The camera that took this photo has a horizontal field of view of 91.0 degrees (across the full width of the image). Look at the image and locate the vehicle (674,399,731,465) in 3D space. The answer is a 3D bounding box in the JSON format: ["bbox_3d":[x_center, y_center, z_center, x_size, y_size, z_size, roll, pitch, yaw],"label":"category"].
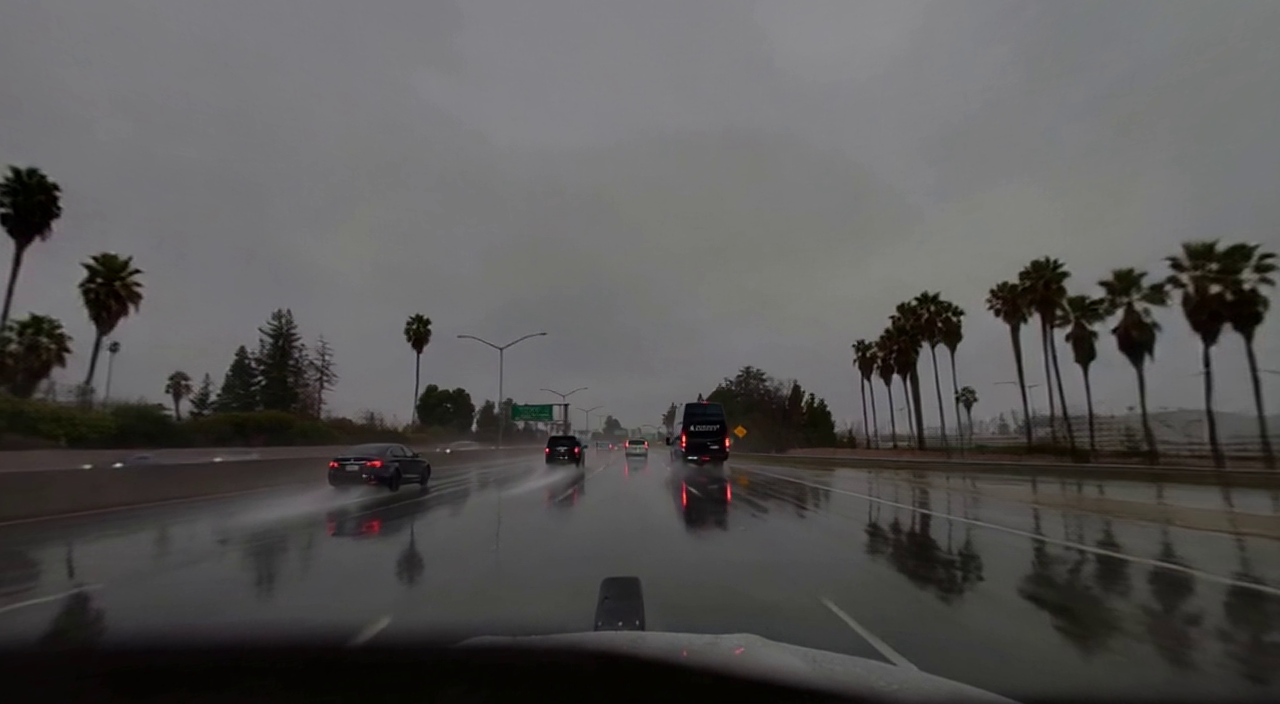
[{"bbox_3d":[4.041,5.505,42.553,3.086,3.984,8.371,0,-9,1],"label":"vehicle"}]

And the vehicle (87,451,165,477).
[{"bbox_3d":[-31.954,6.960,39.264,1.675,1.470,3.669,0,-9,1],"label":"vehicle"}]

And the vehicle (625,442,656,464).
[{"bbox_3d":[0.035,7.263,45.517,2.085,1.507,4.096,0,-9,0],"label":"vehicle"}]

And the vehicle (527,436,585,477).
[{"bbox_3d":[-3.666,4.656,28.170,2.017,1.683,4.094,0,-9,0],"label":"vehicle"}]

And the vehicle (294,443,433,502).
[{"bbox_3d":[-7.800,3.410,18.335,2.050,1.487,4.372,0,-9,0],"label":"vehicle"}]
